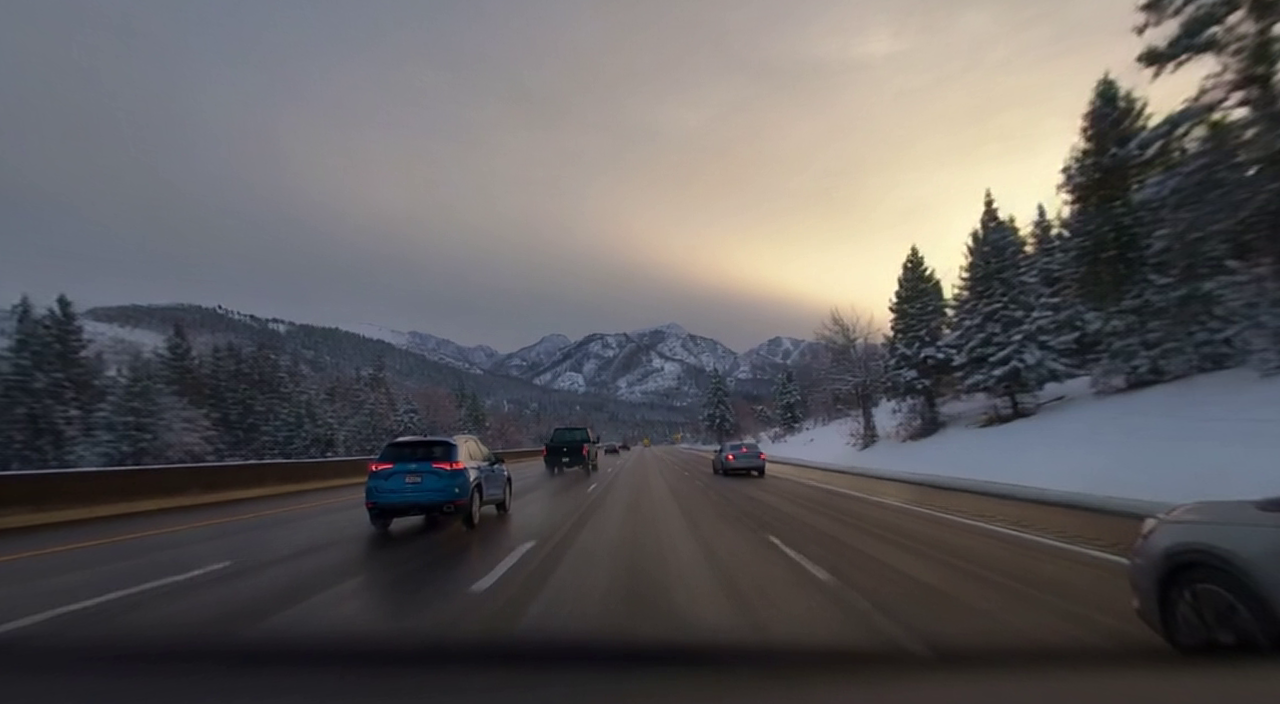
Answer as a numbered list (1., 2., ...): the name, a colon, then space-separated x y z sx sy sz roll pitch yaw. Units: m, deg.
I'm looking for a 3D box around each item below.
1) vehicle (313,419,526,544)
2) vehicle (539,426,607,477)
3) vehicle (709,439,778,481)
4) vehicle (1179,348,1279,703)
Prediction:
1. vehicle: -3.450 2.103 10.905 2.080 1.716 4.207 0 -8 1
2. vehicle: -3.005 4.635 29.666 2.494 2.136 5.539 0 -8 1
3. vehicle: 4.192 4.429 26.240 2.071 1.570 4.637 0 -8 0
4. vehicle: 3.992 0.575 1.075 2.066 1.696 4.604 0 -8 1
